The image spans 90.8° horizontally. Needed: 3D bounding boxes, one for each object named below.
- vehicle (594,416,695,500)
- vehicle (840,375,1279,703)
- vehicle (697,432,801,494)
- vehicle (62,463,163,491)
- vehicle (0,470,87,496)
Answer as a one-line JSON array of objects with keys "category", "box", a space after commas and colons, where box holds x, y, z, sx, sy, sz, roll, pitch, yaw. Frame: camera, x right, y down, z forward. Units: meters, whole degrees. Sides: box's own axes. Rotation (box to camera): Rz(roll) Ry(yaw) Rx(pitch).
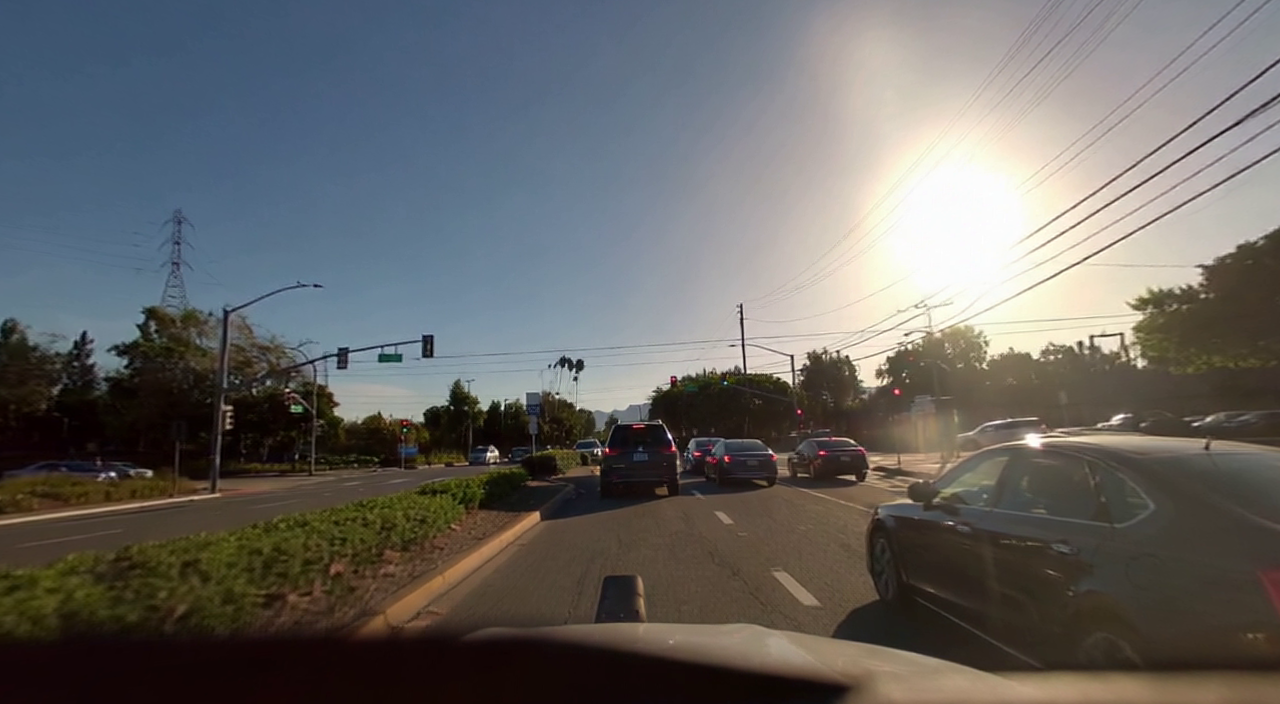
[{"category": "vehicle", "box": [0.088, 2.722, 16.550, 2.236, 1.856, 4.816, 0, -8, 0]}, {"category": "vehicle", "box": [2.777, 1.024, 3.305, 2.004, 1.460, 4.297, 0, -8, -1]}, {"category": "vehicle", "box": [2.861, 3.042, 17.631, 2.025, 1.477, 4.333, 0, -8, -1]}, {"category": "vehicle", "box": [-33.181, 7.845, 39.843, 4.550, 1.601, 1.766, 1, -9, -6]}, {"category": "vehicle", "box": [-37.918, 8.179, 39.519, 4.625, 1.455, 2.029, 0, -8, -3]}]
